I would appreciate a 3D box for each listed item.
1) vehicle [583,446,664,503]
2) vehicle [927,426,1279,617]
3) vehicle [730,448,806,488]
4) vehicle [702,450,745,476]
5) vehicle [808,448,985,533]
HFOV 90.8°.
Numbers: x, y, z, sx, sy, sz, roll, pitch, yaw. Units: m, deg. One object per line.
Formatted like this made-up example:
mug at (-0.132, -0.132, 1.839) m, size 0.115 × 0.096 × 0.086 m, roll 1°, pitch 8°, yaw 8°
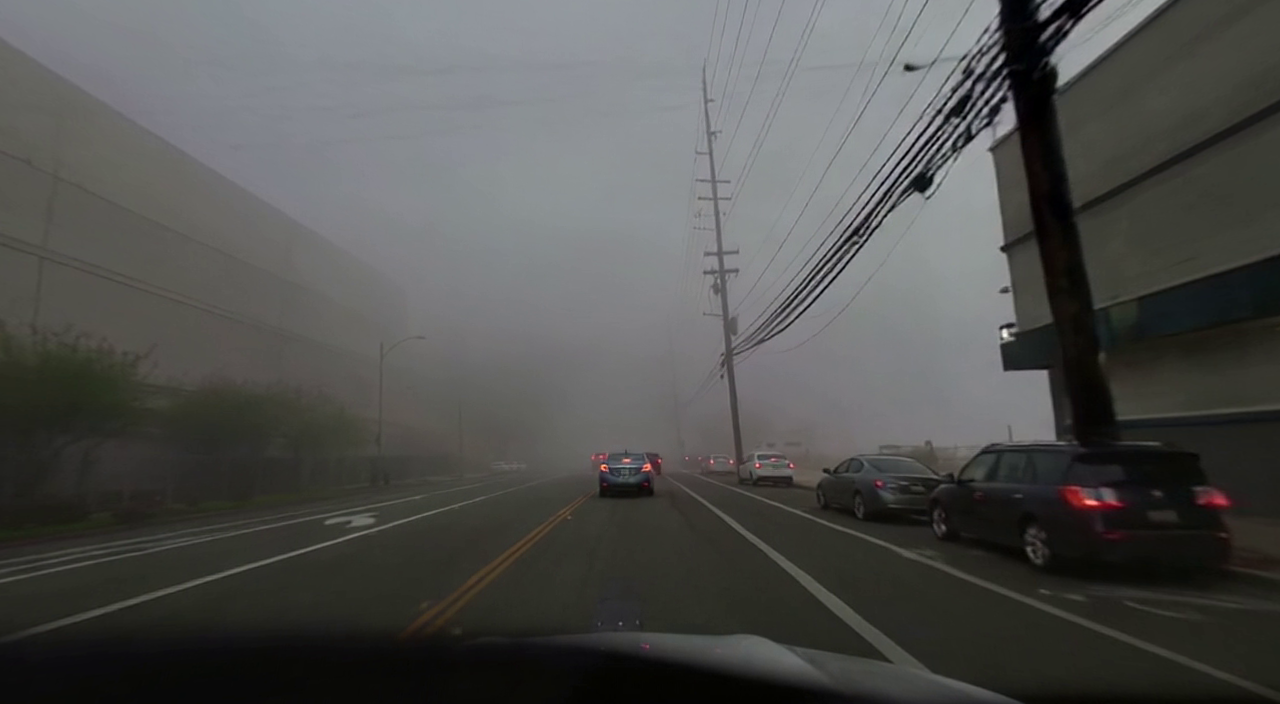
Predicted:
vehicle at (-0.413, 3.508, 18.579) m, size 2.116 × 1.479 × 3.980 m, roll 0°, pitch -8°, yaw 0°
vehicle at (5.121, 1.717, 7.299) m, size 1.779 × 1.592 × 3.740 m, roll 0°, pitch -8°, yaw -1°
vehicle at (5.261, 4.819, 26.659) m, size 2.108 × 1.471 × 4.948 m, roll 0°, pitch -8°, yaw -1°
vehicle at (5.209, 7.013, 40.118) m, size 1.987 × 1.459 × 4.677 m, roll 0°, pitch -8°, yaw -1°
vehicle at (4.997, 2.721, 13.069) m, size 1.761 × 1.413 × 4.272 m, roll 0°, pitch -8°, yaw -2°
